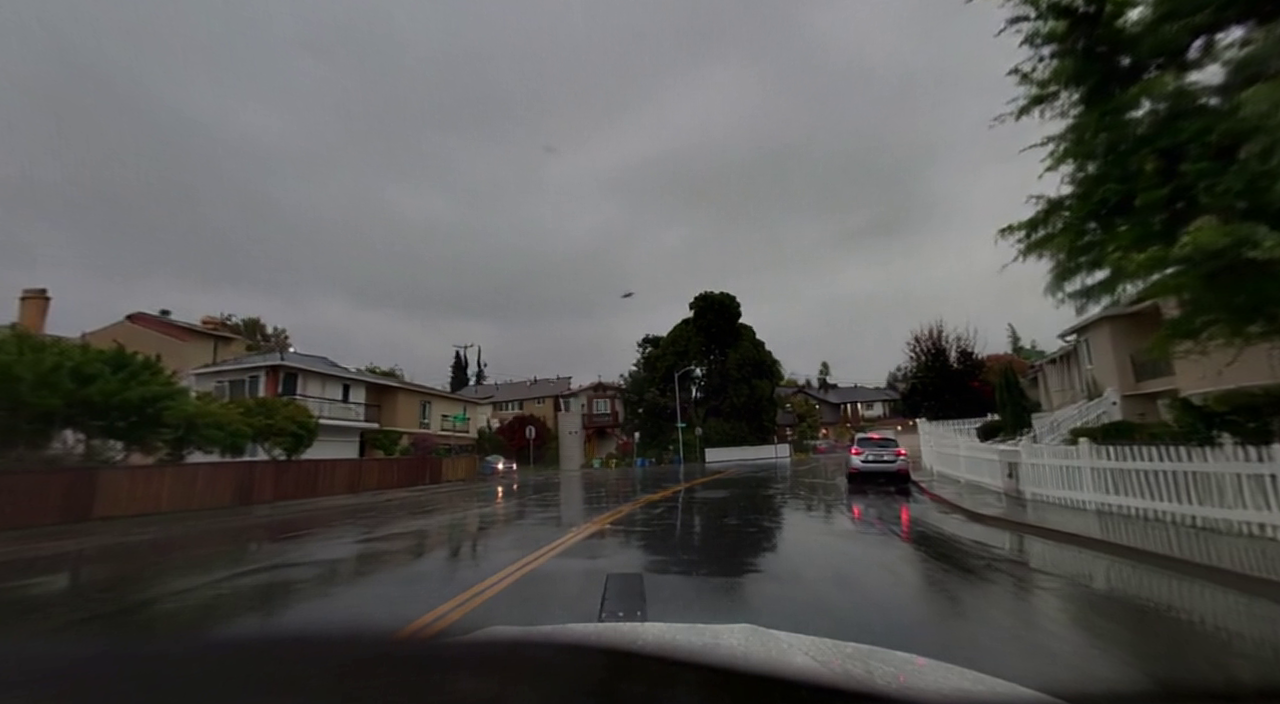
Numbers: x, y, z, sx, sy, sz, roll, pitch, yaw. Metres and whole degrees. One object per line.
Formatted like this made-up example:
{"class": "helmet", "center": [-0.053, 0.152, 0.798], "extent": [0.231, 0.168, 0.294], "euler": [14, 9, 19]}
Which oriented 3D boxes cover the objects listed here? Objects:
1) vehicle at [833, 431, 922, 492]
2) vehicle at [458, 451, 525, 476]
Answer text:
{"class": "vehicle", "center": [7.457, 3.454, 20.273], "extent": [2.105, 1.705, 4.392], "euler": [-2, -9, 14]}
{"class": "vehicle", "center": [-10.726, 8.048, 45.644], "extent": [4.270, 1.683, 1.984], "euler": [-3, -10, 22]}
